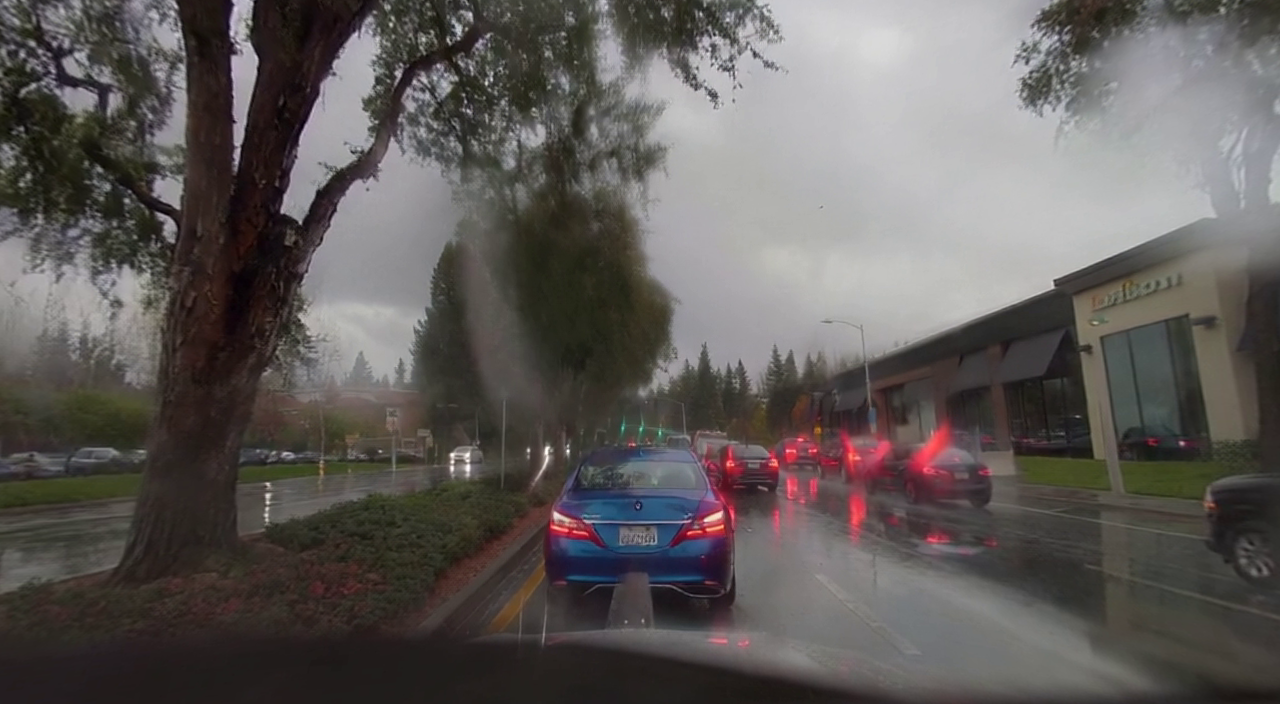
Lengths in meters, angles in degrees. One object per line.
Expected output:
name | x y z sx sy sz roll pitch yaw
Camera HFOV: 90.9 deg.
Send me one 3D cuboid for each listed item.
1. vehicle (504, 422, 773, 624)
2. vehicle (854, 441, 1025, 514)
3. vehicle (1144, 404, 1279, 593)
vehicle | -0.035 1.584 6.904 1.977 1.465 4.376 0 -8 -1
vehicle | 6.882 2.886 15.138 1.911 1.468 4.417 0 -8 0
vehicle | 6.885 1.234 5.023 1.988 1.727 4.584 0 -8 2
